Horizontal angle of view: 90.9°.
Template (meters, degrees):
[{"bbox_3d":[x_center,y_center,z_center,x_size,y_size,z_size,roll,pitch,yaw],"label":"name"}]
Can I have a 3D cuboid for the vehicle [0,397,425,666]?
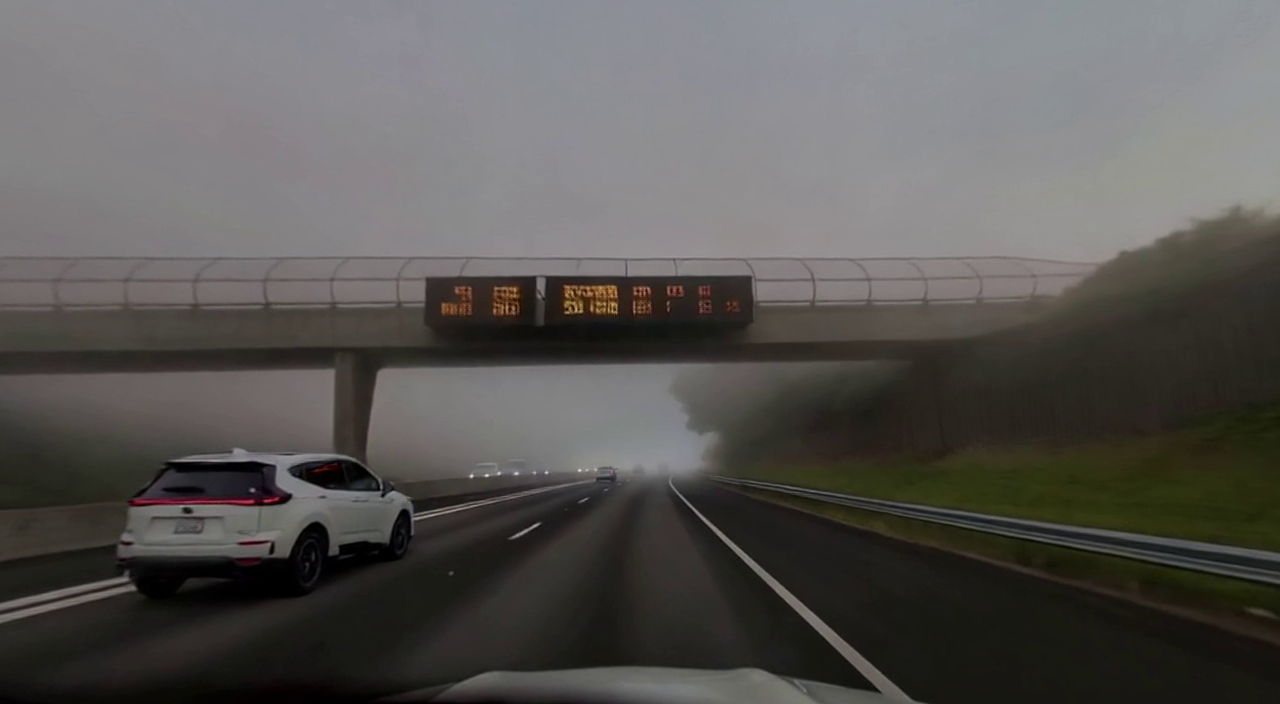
[{"bbox_3d":[-4.127,1.572,6.464,2.141,1.697,4.641,1,-10,0],"label":"vehicle"}]
